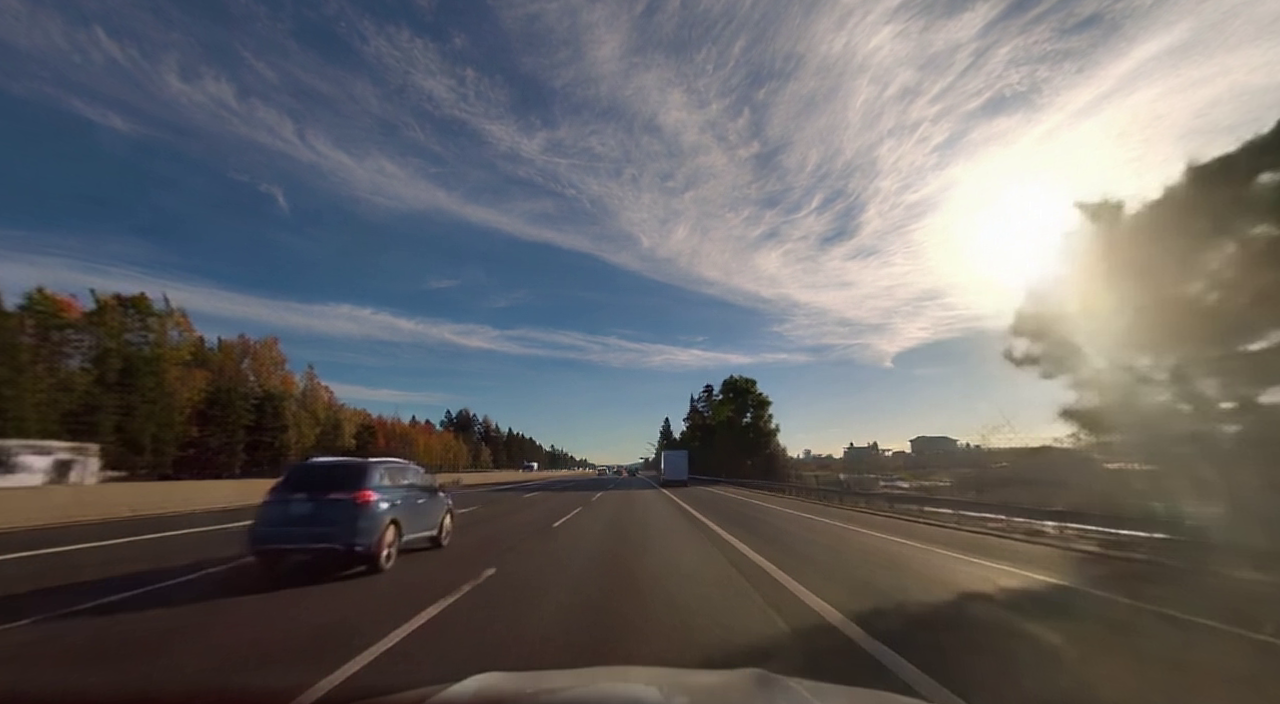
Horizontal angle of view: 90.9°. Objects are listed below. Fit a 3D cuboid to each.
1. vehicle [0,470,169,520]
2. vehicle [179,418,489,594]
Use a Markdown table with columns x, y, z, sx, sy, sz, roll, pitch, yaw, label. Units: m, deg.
| x | y | z | sx | sy | sz | roll | pitch | yaw | label |
| --- | --- | --- | --- | --- | --- | --- | --- | --- | --- |
| -18.955 | 4.843 | 21.729 | 1.802 | 1.457 | 4.631 | 1 | -10 | 0 | vehicle |
| -3.862 | 2.093 | 9.239 | 2.036 | 1.835 | 4.888 | 1 | -10 | 0 | vehicle |
